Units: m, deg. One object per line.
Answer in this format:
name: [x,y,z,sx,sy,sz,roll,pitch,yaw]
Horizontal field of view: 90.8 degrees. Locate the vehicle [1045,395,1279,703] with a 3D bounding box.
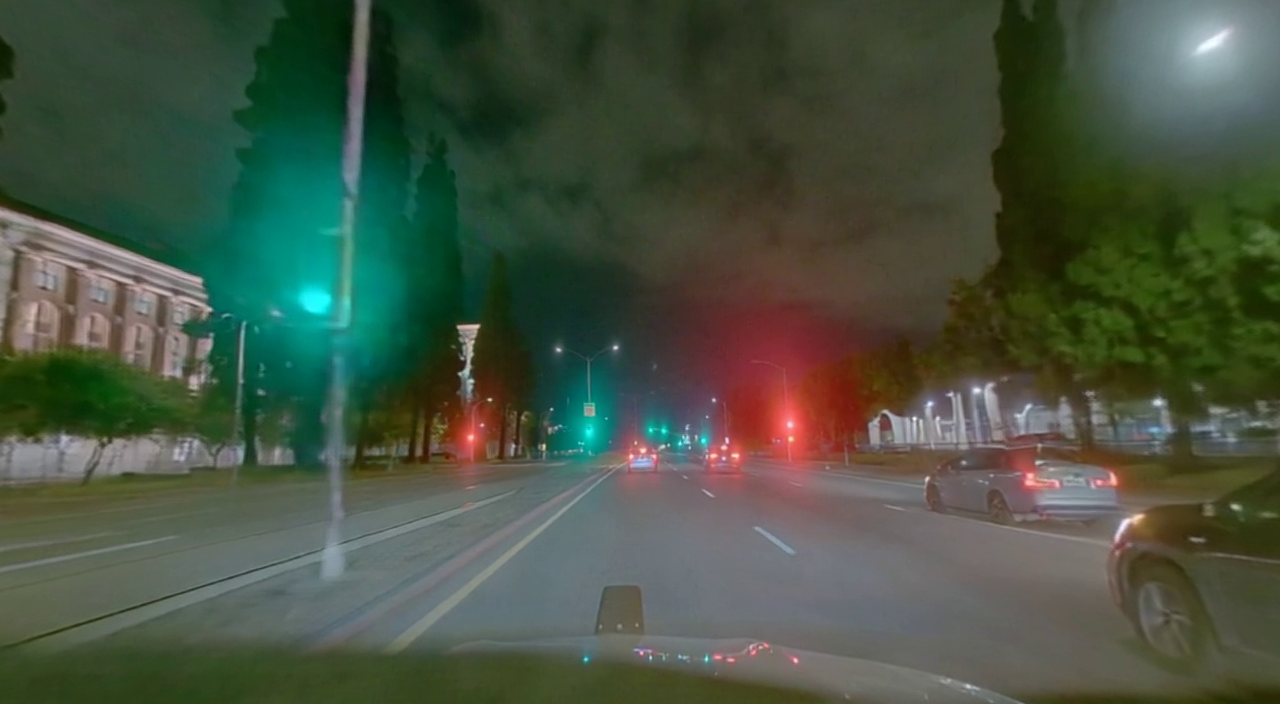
vehicle: [3.778,0.898,2.363,1.937,1.538,3.832,0,-9,0]

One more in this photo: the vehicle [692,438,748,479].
vehicle: [3.721,5.050,30.152,2.036,1.757,4.300,0,-9,-1]

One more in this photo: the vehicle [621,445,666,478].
vehicle: [0.163,5.258,30.555,2.054,1.446,3.969,0,-9,0]
